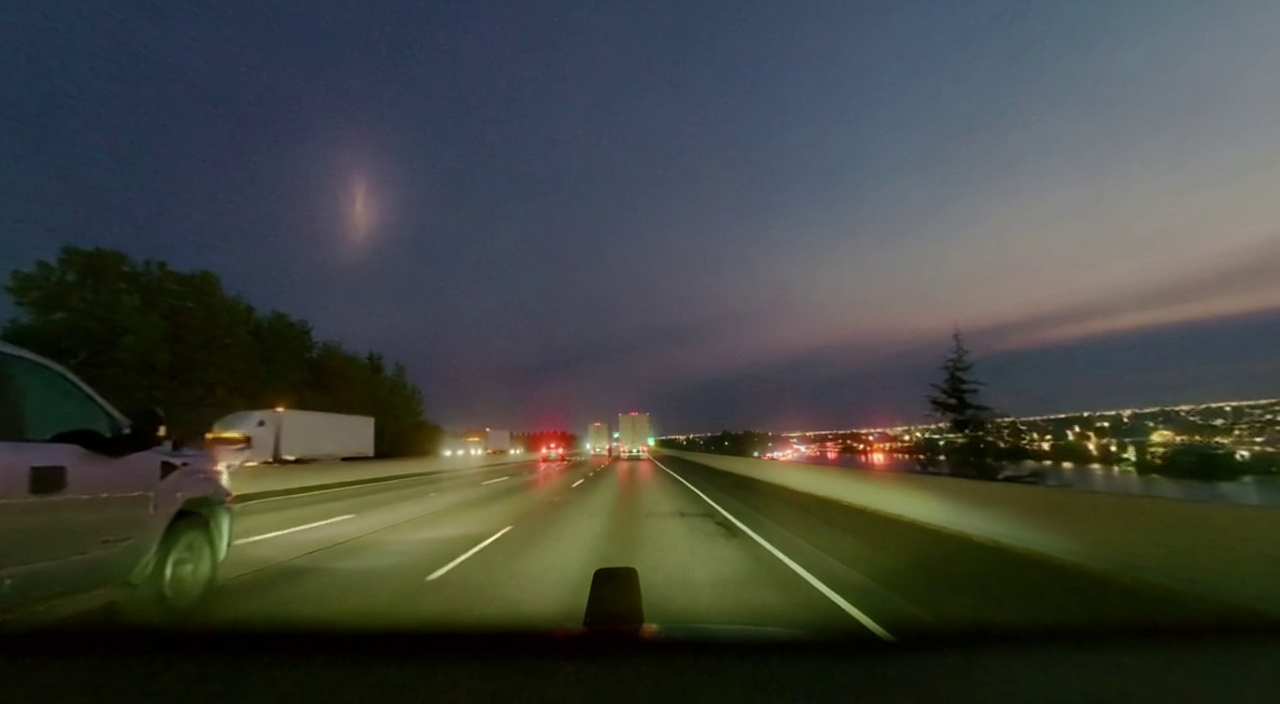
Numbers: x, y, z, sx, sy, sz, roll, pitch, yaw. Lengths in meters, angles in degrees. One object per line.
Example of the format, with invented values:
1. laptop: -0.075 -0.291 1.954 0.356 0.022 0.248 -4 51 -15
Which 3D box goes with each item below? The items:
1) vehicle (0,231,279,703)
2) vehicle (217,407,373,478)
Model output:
1. vehicle: -3.427 0.492 1.568 2.223 2.045 4.798 0 -8 -1
2. vehicle: -23.134 6.280 43.883 2.924 4.080 14.299 0 -8 0
